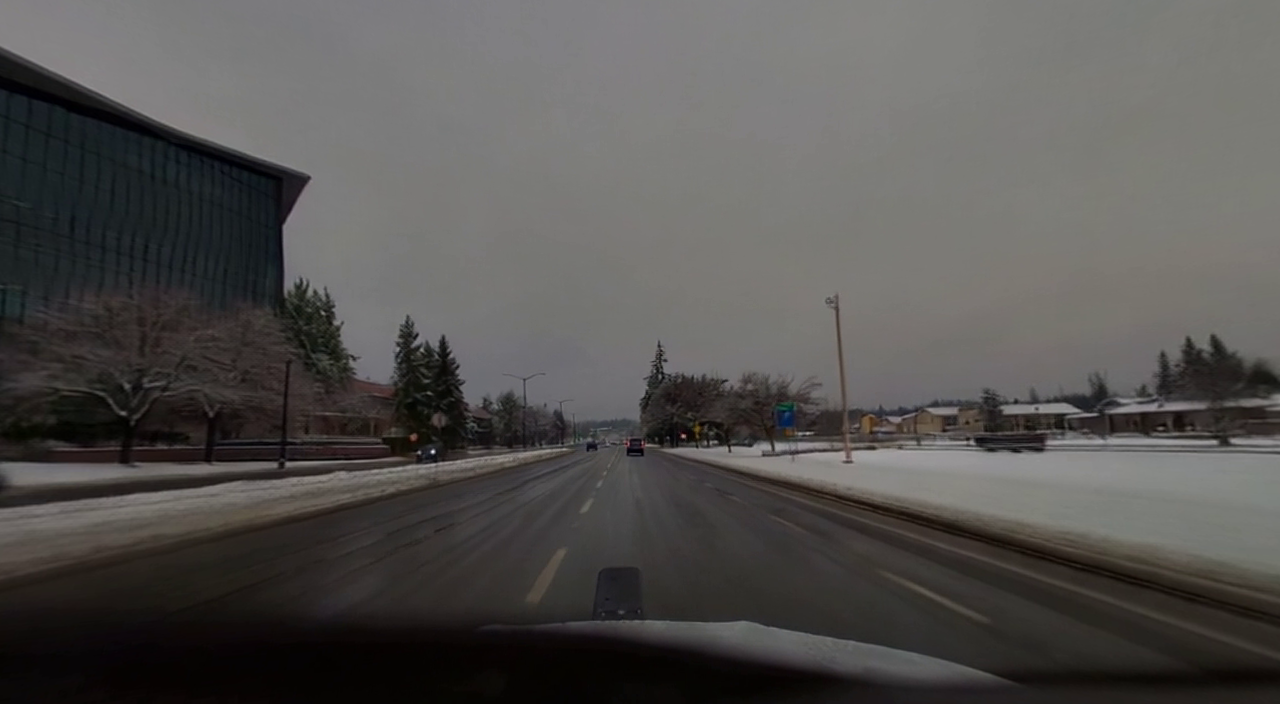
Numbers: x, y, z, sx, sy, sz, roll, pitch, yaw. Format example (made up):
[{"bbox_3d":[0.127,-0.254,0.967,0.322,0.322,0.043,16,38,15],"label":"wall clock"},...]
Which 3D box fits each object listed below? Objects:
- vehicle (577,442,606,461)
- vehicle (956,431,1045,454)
[{"bbox_3d":[-3.777,7.842,49.884,2.080,1.445,4.096,0,-8,-2],"label":"vehicle"},{"bbox_3d":[24.123,6.059,42.350,4.758,1.522,1.930,0,-8,-3],"label":"vehicle"}]
